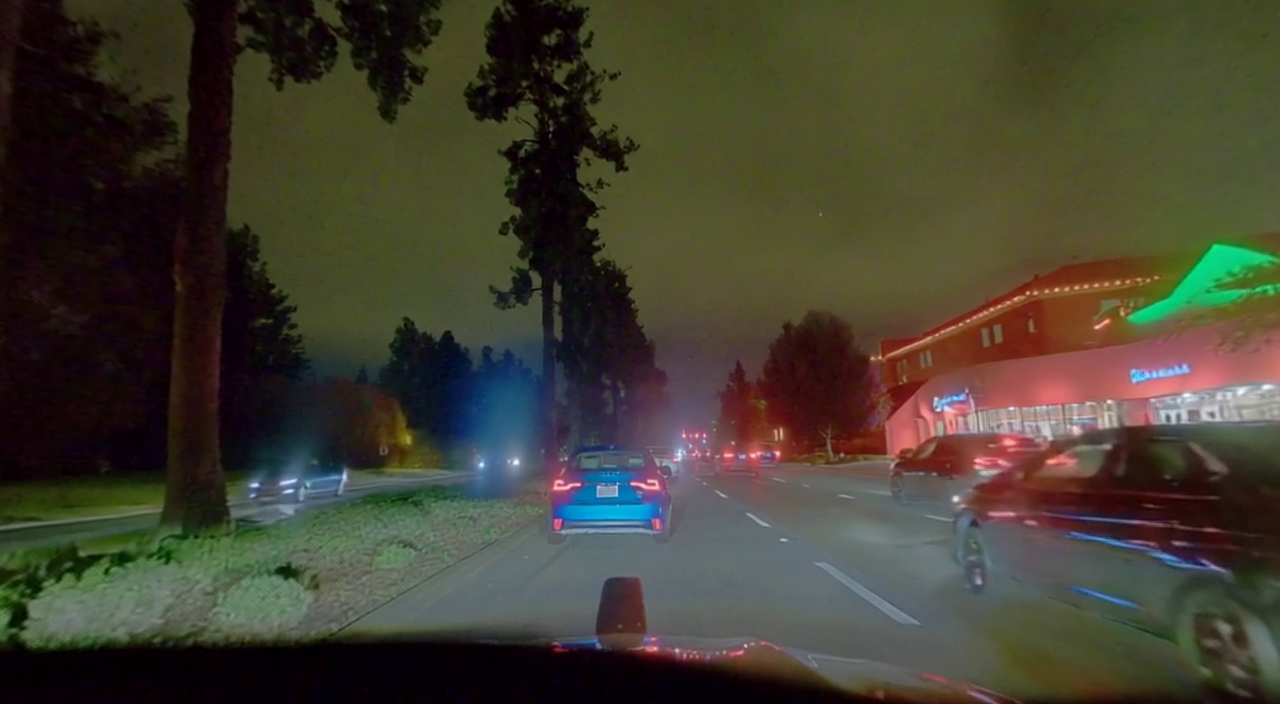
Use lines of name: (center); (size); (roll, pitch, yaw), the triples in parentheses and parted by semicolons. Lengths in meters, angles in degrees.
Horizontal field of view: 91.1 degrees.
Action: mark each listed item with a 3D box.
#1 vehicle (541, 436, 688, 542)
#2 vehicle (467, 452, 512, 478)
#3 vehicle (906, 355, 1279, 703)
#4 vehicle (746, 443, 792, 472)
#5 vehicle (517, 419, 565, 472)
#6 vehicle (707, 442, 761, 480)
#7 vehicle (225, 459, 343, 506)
vehicle: (-0.313, 2.268, 11.077); (2.111, 1.506, 4.018); (0, -8, 2)
vehicle: (-10.951, 8.255, 46.126); (2.030, 1.700, 4.505); (0, -8, 2)
vehicle: (3.674, 1.098, 4.276); (1.977, 1.652, 4.090); (0, -8, 1)
vehicle: (8.266, 6.790, 40.604); (2.064, 1.747, 4.372); (0, -8, 1)
vehicle: (-7.542, 7.181, 48.292); (2.993, 3.919, 3.476); (0, -8, 2)
vehicle: (4.407, 5.180, 30.109); (1.971, 1.637, 4.317); (0, -8, 1)
vehicle: (-13.378, 4.888, 23.980); (1.900, 1.508, 4.459); (0, -8, 0)
